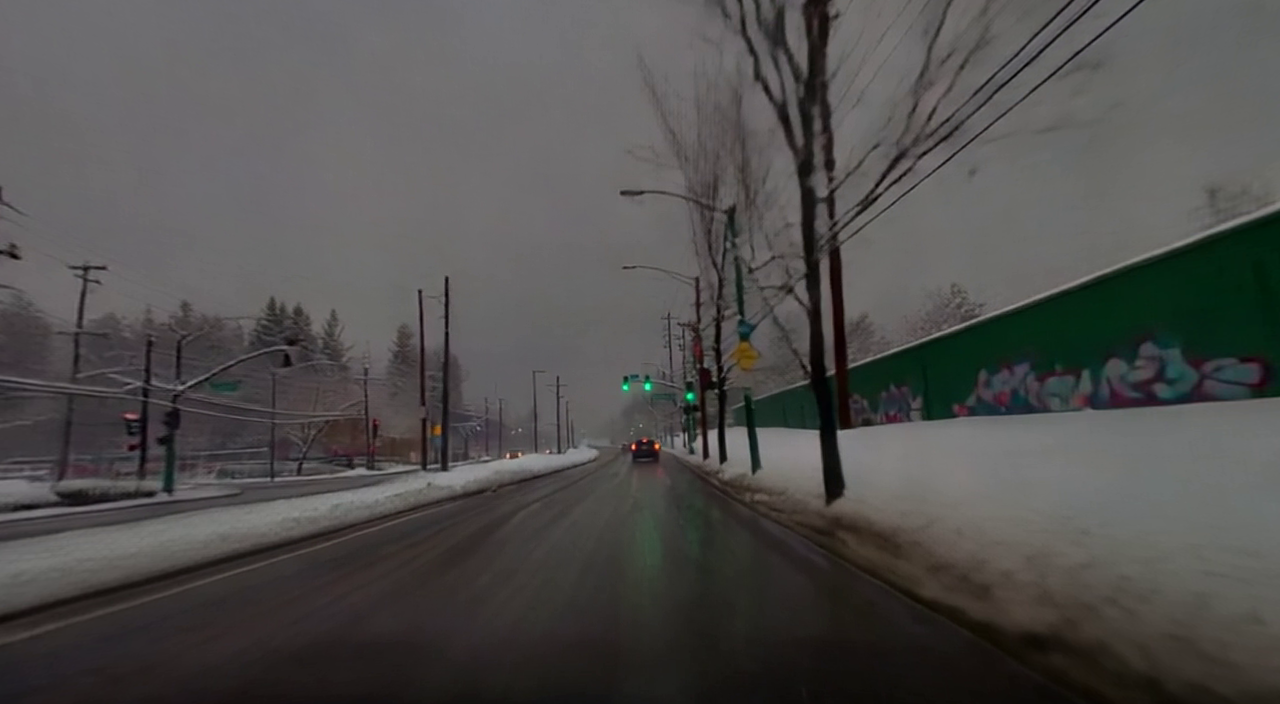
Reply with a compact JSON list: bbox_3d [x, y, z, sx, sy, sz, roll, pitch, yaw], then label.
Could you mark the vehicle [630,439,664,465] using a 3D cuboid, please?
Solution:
[{"bbox_3d":[0.414,6.529,41.245,2.105,1.611,3.750,0,-8,0],"label":"vehicle"}]
